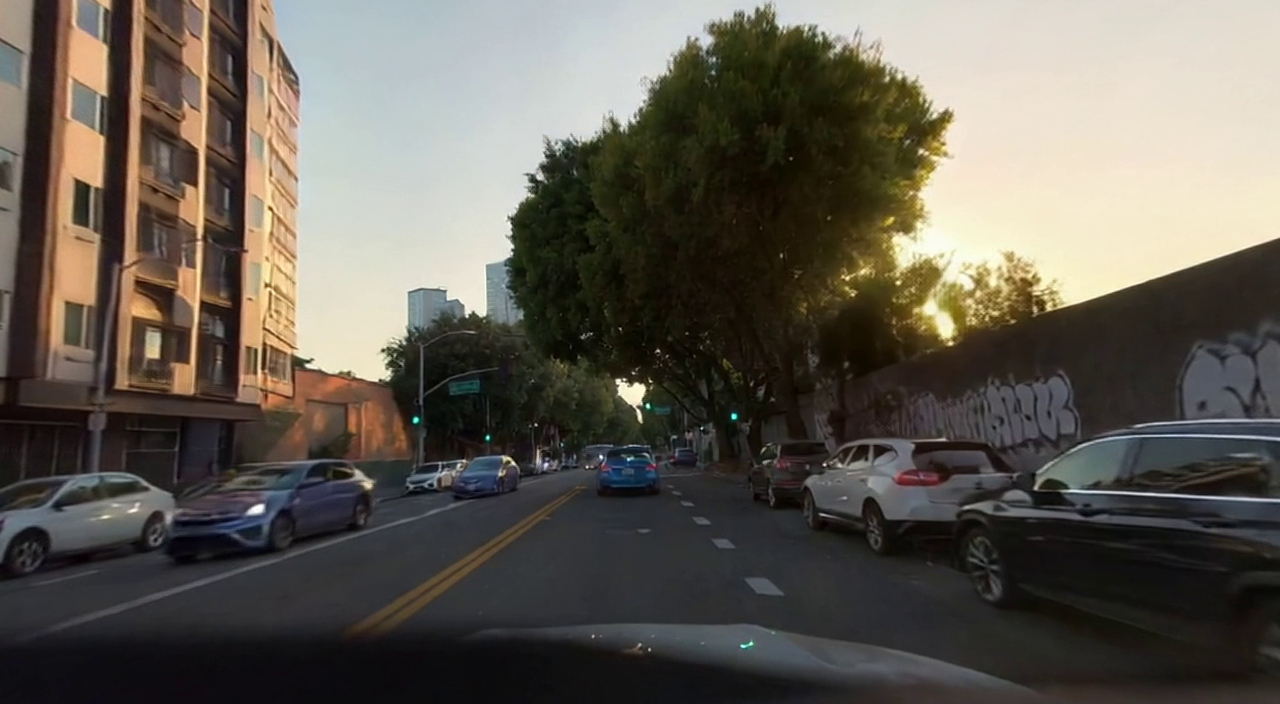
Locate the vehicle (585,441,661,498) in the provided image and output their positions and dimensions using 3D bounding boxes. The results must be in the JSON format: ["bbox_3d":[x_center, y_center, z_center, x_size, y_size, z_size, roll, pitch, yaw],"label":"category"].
[{"bbox_3d":[-0.522,3.692,20.305,2.166,1.579,4.300,0,-8,-1],"label":"vehicle"}]

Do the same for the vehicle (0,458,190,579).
[{"bbox_3d":[-10.922,2.960,11.539,2.276,1.741,4.439,-5,-8,-1],"label":"vehicle"}]

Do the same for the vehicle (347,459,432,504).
[{"bbox_3d":[-11.127,5.747,28.379,1.931,1.499,4.645,-7,-8,-2],"label":"vehicle"}]

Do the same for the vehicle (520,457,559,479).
[{"bbox_3d":[-7.041,8.161,44.730,2.040,1.402,4.237,0,-8,0],"label":"vehicle"}]

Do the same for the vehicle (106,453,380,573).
[{"bbox_3d":[-6.409,2.584,11.000,1.906,1.445,4.490,-4,-8,0],"label":"vehicle"}]

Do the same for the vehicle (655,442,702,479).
[{"bbox_3d":[1.951,5.630,33.158,2.207,1.761,4.292,0,-8,0],"label":"vehicle"}]

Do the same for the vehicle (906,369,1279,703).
[{"bbox_3d":[4.148,1.201,4.501,2.097,1.811,5.230,0,-8,-1],"label":"vehicle"}]

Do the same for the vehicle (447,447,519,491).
[{"bbox_3d":[-6.827,5.106,28.034,2.147,1.747,4.409,0,-8,-1],"label":"vehicle"}]
